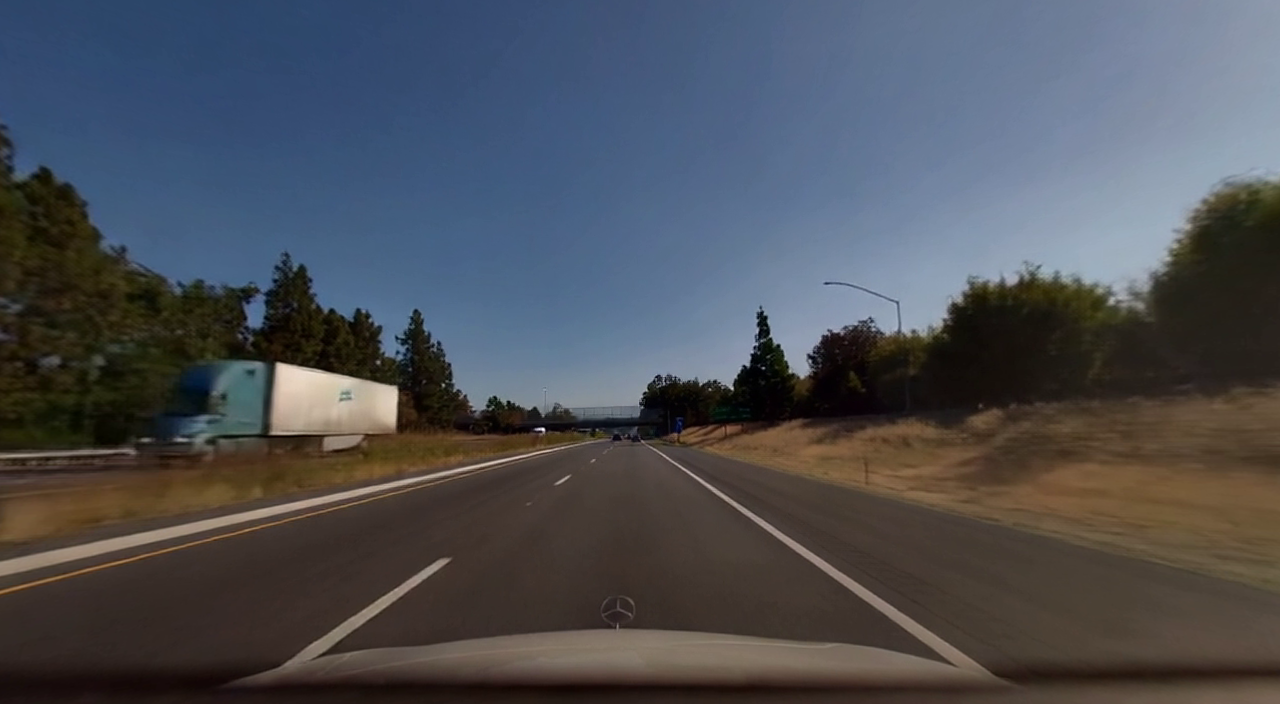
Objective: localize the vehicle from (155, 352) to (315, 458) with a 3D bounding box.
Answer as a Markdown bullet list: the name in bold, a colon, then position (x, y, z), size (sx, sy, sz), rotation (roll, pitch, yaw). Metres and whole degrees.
- **vehicle**: position (-16.668, 2.340, 26.454), size (2.945, 3.994, 5.608), rotation (0, -7, -2)
